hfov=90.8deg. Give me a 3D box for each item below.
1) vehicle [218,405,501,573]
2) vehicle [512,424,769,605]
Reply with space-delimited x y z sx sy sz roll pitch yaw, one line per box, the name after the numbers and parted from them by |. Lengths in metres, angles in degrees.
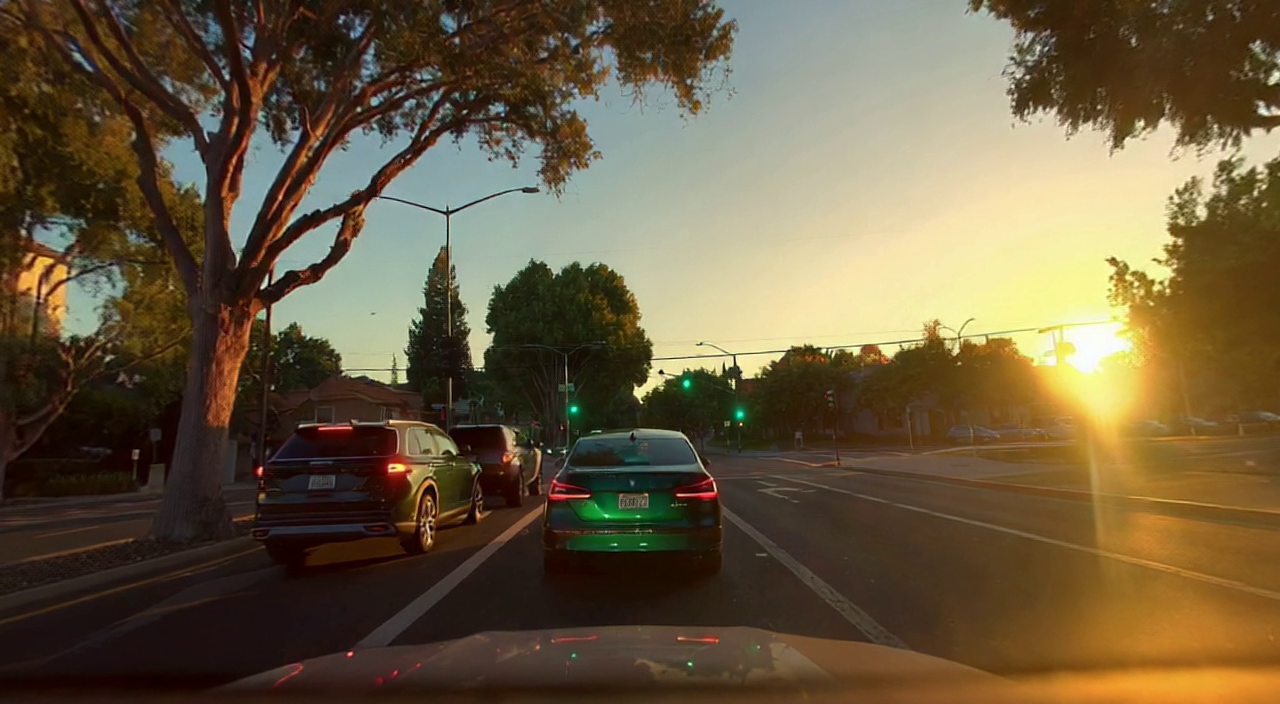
-3.427 1.755 8.835 2.046 1.751 4.208 0 -8 -1 | vehicle
-0.052 1.646 7.305 2.126 1.475 3.967 0 -8 -2 | vehicle
